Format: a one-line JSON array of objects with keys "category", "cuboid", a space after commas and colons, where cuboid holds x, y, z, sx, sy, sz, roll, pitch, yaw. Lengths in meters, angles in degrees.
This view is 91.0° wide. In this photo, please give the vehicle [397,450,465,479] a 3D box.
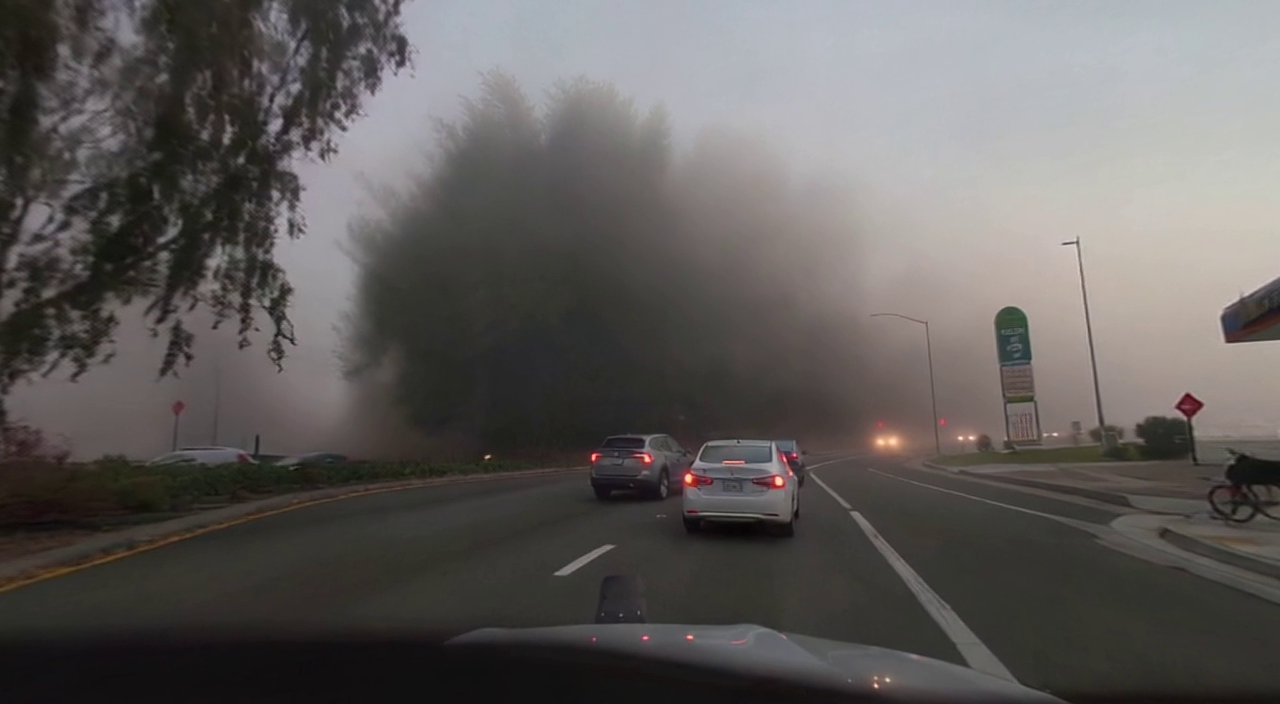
[{"category": "vehicle", "cuboid": [-12.933, 6.960, 39.243, 1.926, 1.693, 4.445, -2, -9, 13]}]

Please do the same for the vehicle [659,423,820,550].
[{"category": "vehicle", "cuboid": [1.772, 2.023, 10.163, 2.060, 1.580, 3.980, -2, -9, 15]}]

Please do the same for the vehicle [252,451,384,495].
[{"category": "vehicle", "cuboid": [-12.691, 4.753, 25.266, 1.894, 1.528, 4.849, -2, -9, 14]}]

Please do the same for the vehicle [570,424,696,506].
[{"category": "vehicle", "cuboid": [0.024, 2.826, 16.195, 2.102, 1.774, 4.662, -2, -9, 14]}]

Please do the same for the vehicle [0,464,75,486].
[{"category": "vehicle", "cuboid": [-42.361, 8.582, 44.128, 1.603, 1.398, 3.616, -5, -10, 26]}]

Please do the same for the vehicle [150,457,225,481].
[{"category": "vehicle", "cuboid": [-32.439, 8.349, 45.113, 4.507, 1.533, 1.999, -3, -9, 18]}]

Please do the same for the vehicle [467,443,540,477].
[{"category": "vehicle", "cuboid": [-7.245, 5.769, 33.860, 2.088, 1.693, 4.491, -2, -9, 12]}]

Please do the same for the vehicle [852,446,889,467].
[{"category": "vehicle", "cuboid": [16.914, 7.655, 46.391, 1.916, 1.462, 4.487, -2, -9, 12]}]

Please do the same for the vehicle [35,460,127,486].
[{"category": "vehicle", "cuboid": [-34.758, 7.510, 39.180, 4.384, 1.490, 2.031, -2, -8, 14]}]
